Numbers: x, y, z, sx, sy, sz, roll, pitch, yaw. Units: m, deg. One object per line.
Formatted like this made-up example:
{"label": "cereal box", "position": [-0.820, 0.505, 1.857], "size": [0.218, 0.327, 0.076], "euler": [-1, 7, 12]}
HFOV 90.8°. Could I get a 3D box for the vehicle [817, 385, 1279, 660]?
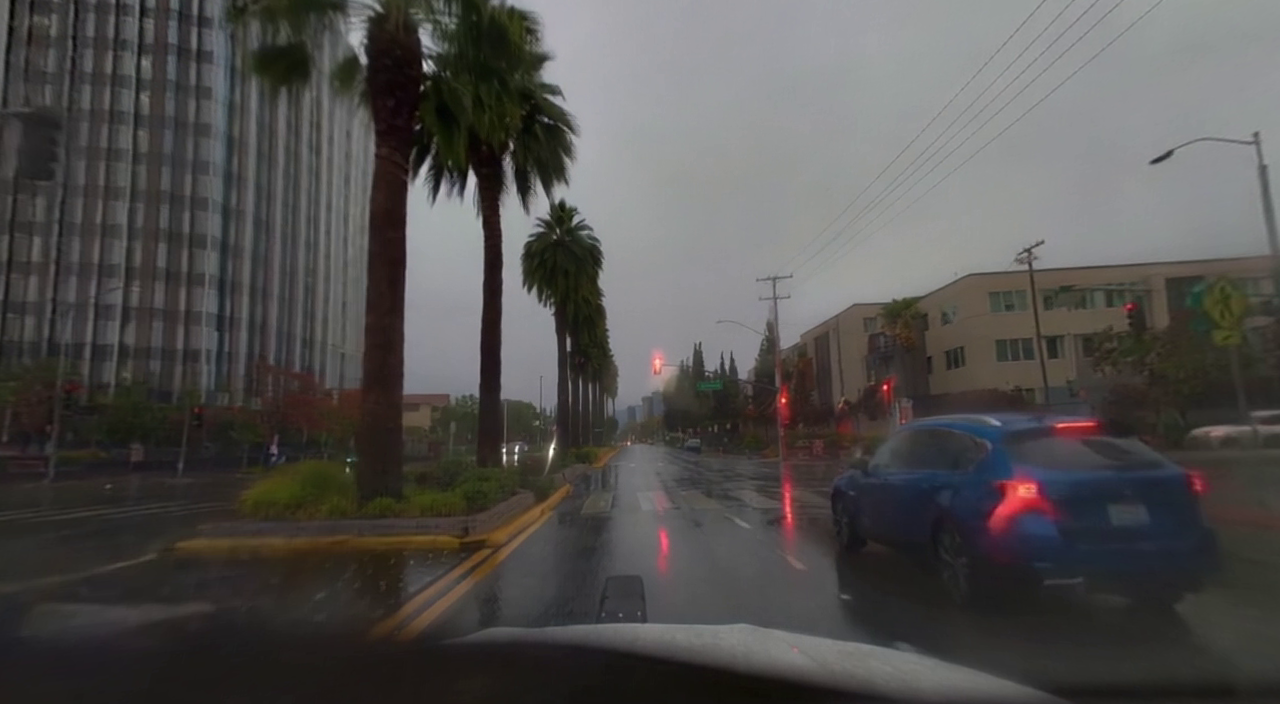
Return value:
{"label": "vehicle", "position": [3.341, 1.329, 5.939], "size": [2.060, 1.631, 4.169], "euler": [0, -9, -1]}
